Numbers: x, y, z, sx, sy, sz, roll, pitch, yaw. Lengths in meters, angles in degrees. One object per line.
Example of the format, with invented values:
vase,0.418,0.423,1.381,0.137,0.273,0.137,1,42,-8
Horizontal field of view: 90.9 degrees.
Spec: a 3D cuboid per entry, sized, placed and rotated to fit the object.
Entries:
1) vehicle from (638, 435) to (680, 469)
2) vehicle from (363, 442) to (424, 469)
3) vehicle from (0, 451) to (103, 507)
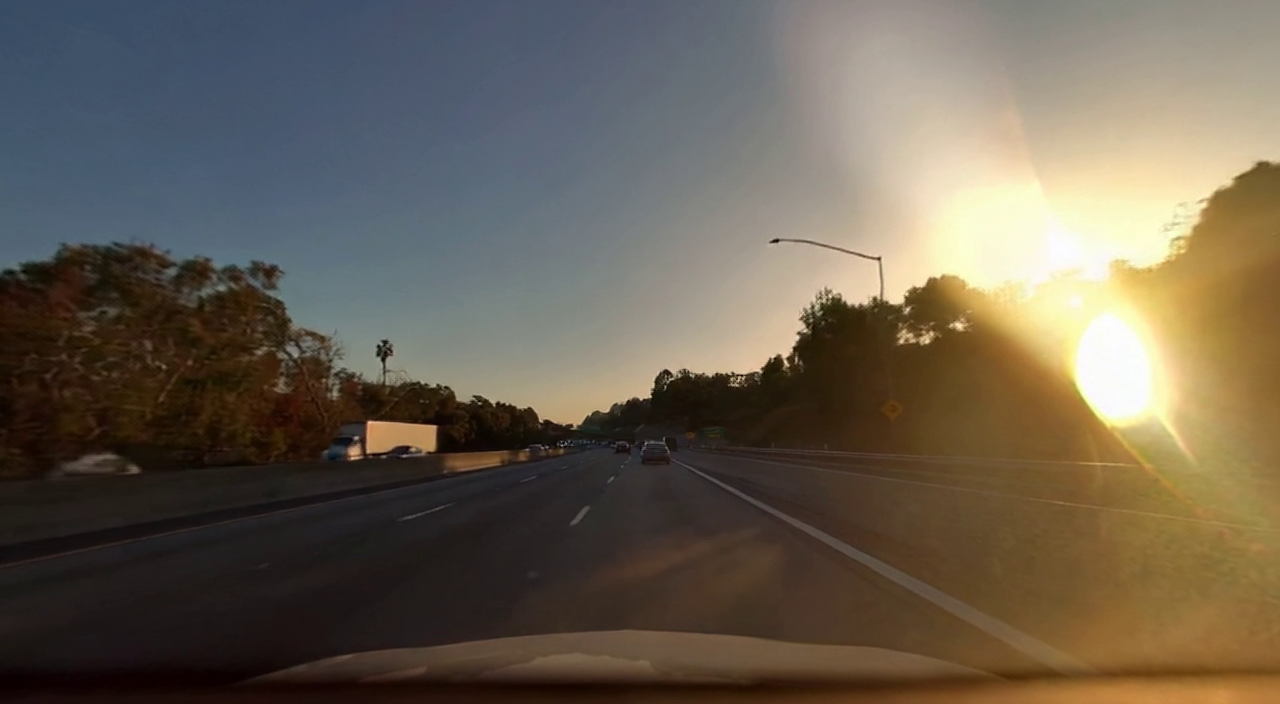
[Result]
vehicle,1.036,5.698,36.059,2.260,1.766,4.348,0,-8,0
vehicle,-17.338,7.262,44.670,2.064,1.785,5.368,0,-8,1
vehicle,-21.178,4.245,21.358,2.074,1.726,4.377,0,-8,0
